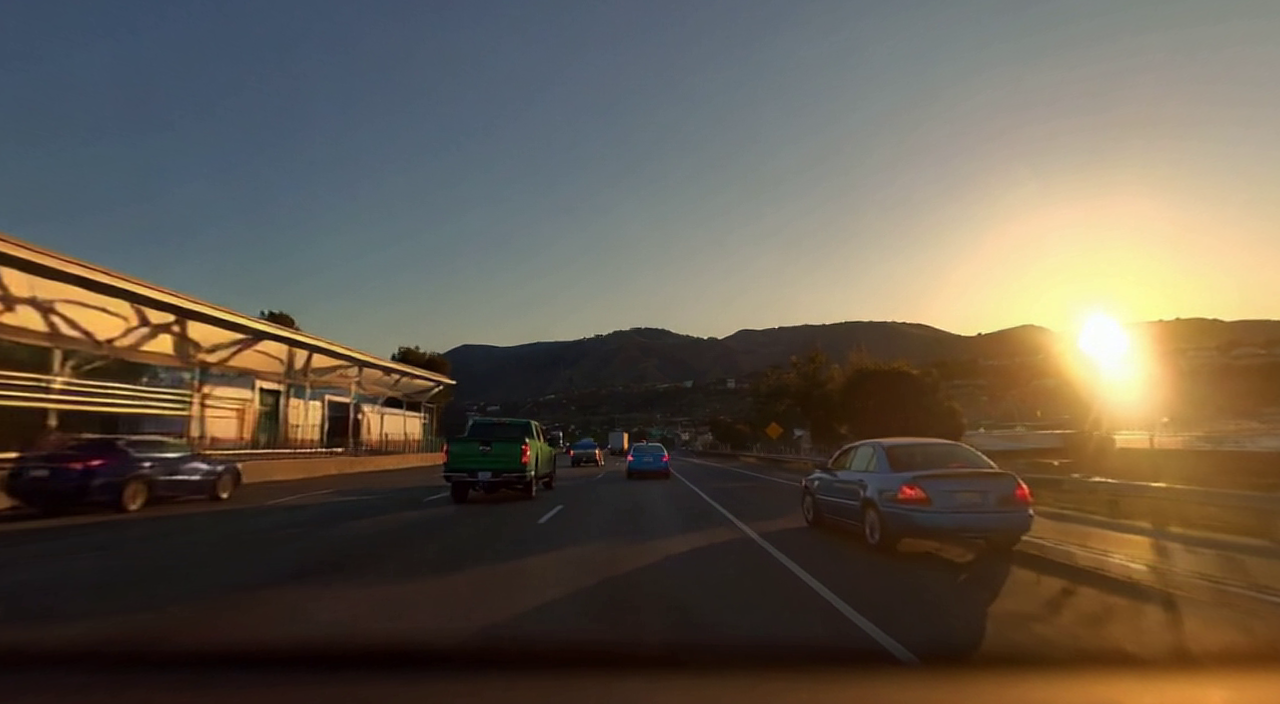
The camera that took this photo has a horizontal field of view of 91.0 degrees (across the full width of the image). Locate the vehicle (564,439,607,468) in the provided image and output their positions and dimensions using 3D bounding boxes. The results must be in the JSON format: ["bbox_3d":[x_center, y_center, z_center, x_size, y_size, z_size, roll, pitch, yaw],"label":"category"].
[{"bbox_3d":[-3.255,6.206,38.716,2.151,1.613,4.786,0,-8,1],"label":"vehicle"}]

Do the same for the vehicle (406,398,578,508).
[{"bbox_3d":[-3.352,2.564,16.290,2.733,2.230,6.820,0,-8,0],"label":"vehicle"}]

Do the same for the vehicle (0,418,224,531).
[{"bbox_3d":[-10.657,2.243,12.114,2.137,1.728,4.665,0,-8,-1],"label":"vehicle"}]

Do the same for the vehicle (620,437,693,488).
[{"bbox_3d":[0.459,3.625,20.949,2.171,1.493,4.081,0,-8,-1],"label":"vehicle"}]

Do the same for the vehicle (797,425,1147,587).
[{"bbox_3d":[3.751,1.816,8.411,2.023,1.510,4.773,0,-8,-1],"label":"vehicle"}]
